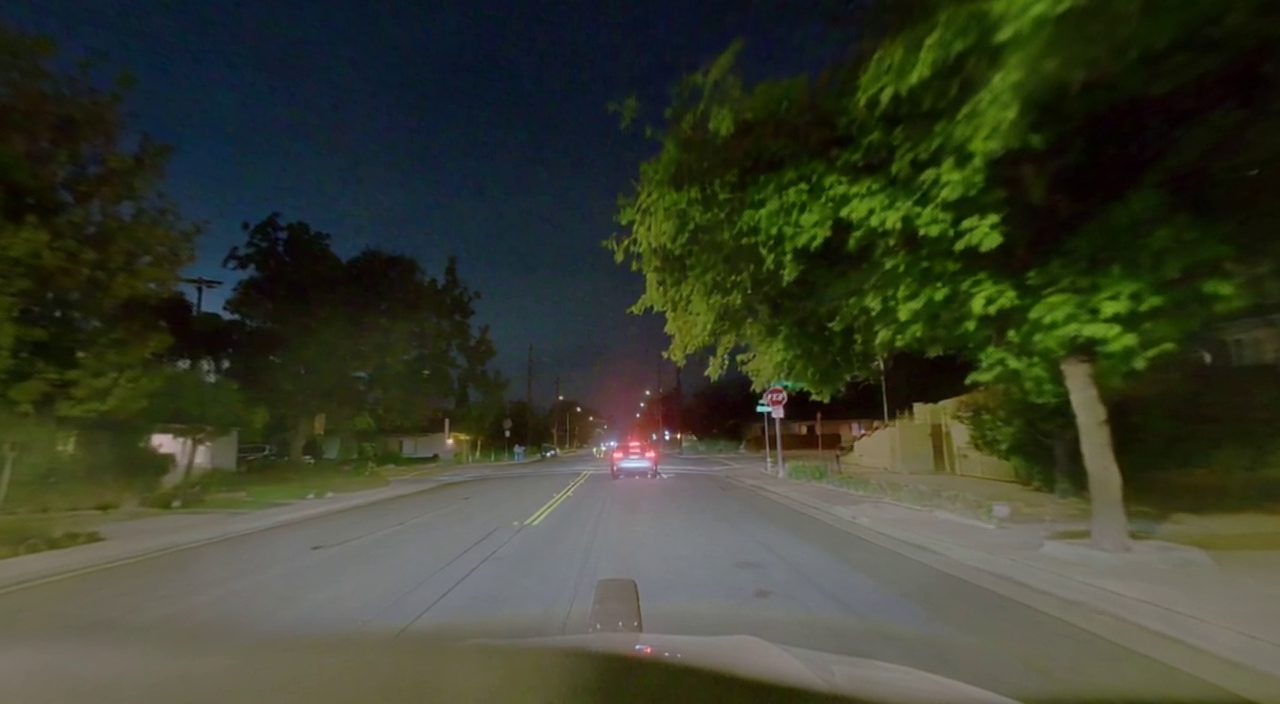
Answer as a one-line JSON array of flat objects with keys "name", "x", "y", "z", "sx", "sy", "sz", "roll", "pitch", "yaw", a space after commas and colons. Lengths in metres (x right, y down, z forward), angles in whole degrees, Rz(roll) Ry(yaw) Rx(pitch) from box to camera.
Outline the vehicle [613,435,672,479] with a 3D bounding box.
[{"name": "vehicle", "x": 0.036, "y": 3.957, "z": 23.916, "sx": 2.043, "sy": 1.484, "sz": 4.340, "roll": 0, "pitch": -9, "yaw": -2}]

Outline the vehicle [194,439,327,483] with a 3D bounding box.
[{"name": "vehicle", "x": -20.771, "y": 6.020, "z": 34.727, "sx": 5.796, "sy": 1.946, "sz": 2.391, "roll": -4, "pitch": -10, "yaw": -2}]
